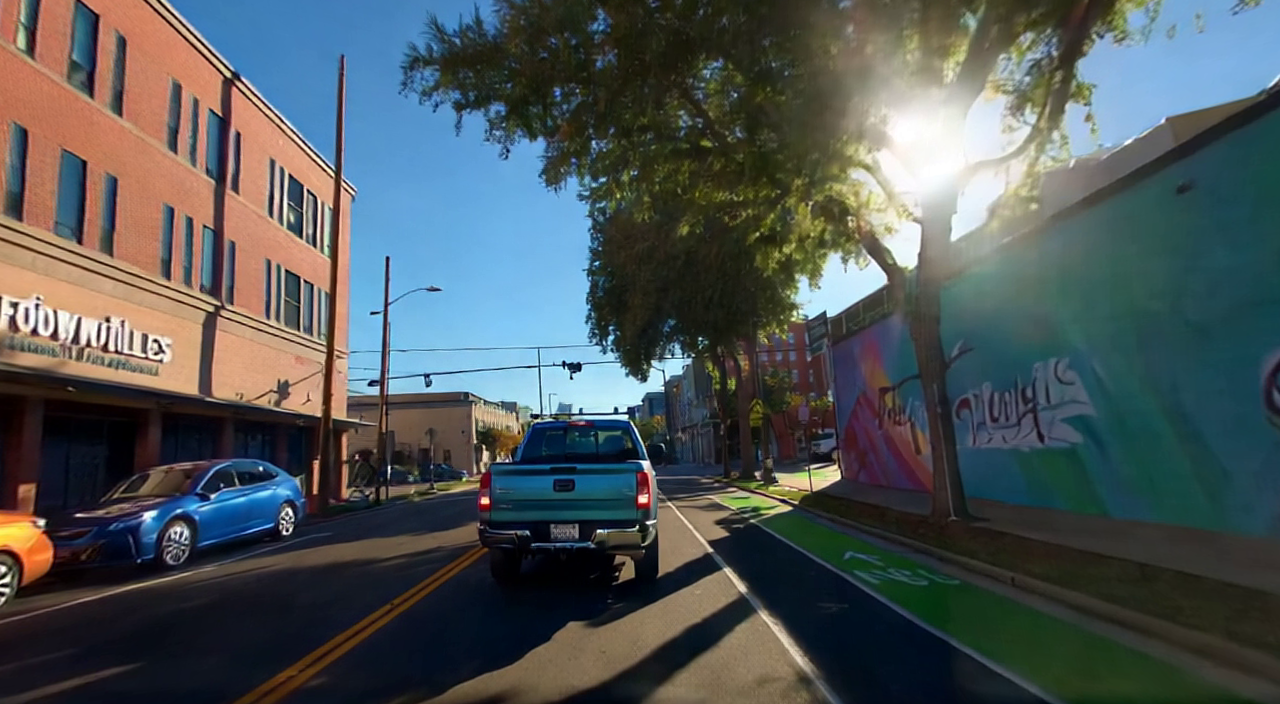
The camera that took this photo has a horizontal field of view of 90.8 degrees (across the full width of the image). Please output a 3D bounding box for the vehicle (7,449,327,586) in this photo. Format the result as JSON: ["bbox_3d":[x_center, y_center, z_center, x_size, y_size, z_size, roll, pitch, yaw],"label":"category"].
[{"bbox_3d":[-7.161,2.457,10.372,1.882,1.686,4.489,0,-8,-2],"label":"vehicle"}]

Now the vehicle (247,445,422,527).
[{"bbox_3d":[-7.400,3.234,16.054,1.884,1.730,5.076,0,-8,0],"label":"vehicle"}]

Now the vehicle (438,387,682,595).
[{"bbox_3d":[-0.704,1.602,8.137,2.215,1.882,4.611,0,-8,1],"label":"vehicle"}]
